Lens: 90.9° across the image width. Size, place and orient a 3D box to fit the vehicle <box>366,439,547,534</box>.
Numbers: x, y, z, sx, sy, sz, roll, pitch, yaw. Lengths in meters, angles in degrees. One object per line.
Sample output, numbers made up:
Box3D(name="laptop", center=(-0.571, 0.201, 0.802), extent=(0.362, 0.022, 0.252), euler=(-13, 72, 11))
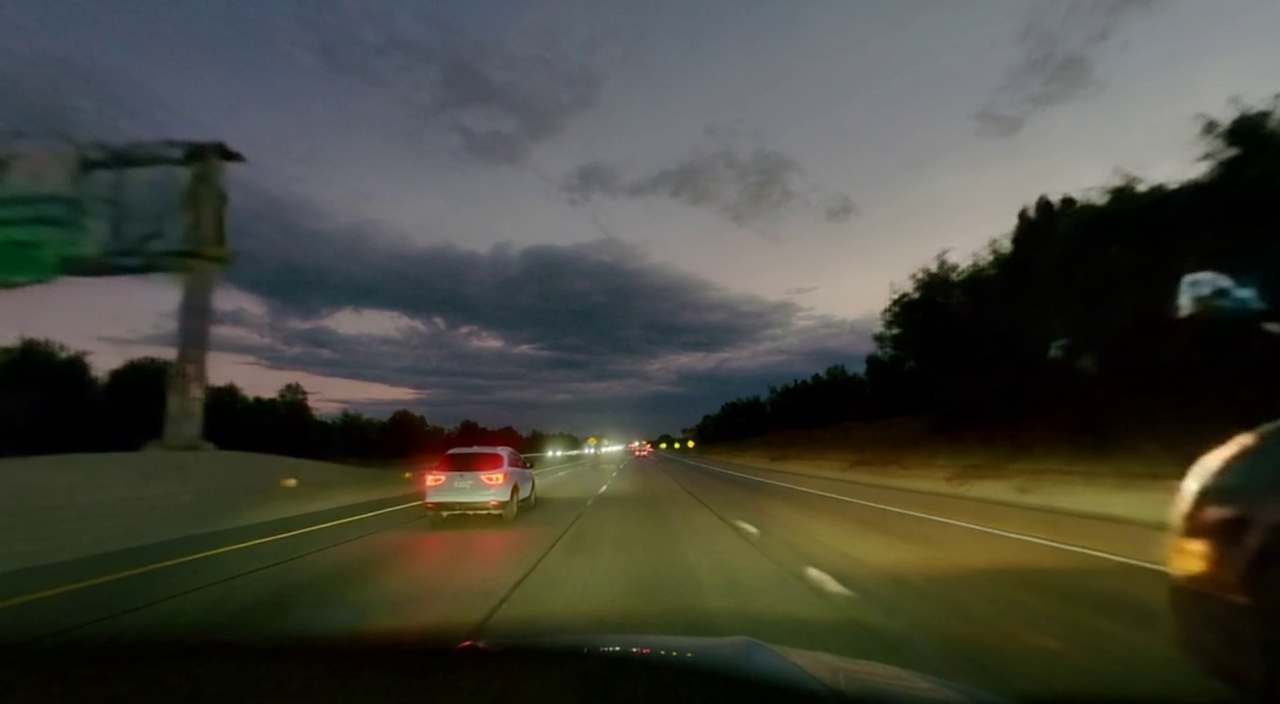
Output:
Box3D(name="vehicle", center=(-3.229, 2.489, 12.280), extent=(2.054, 1.475, 4.708), euler=(0, -9, 1))
